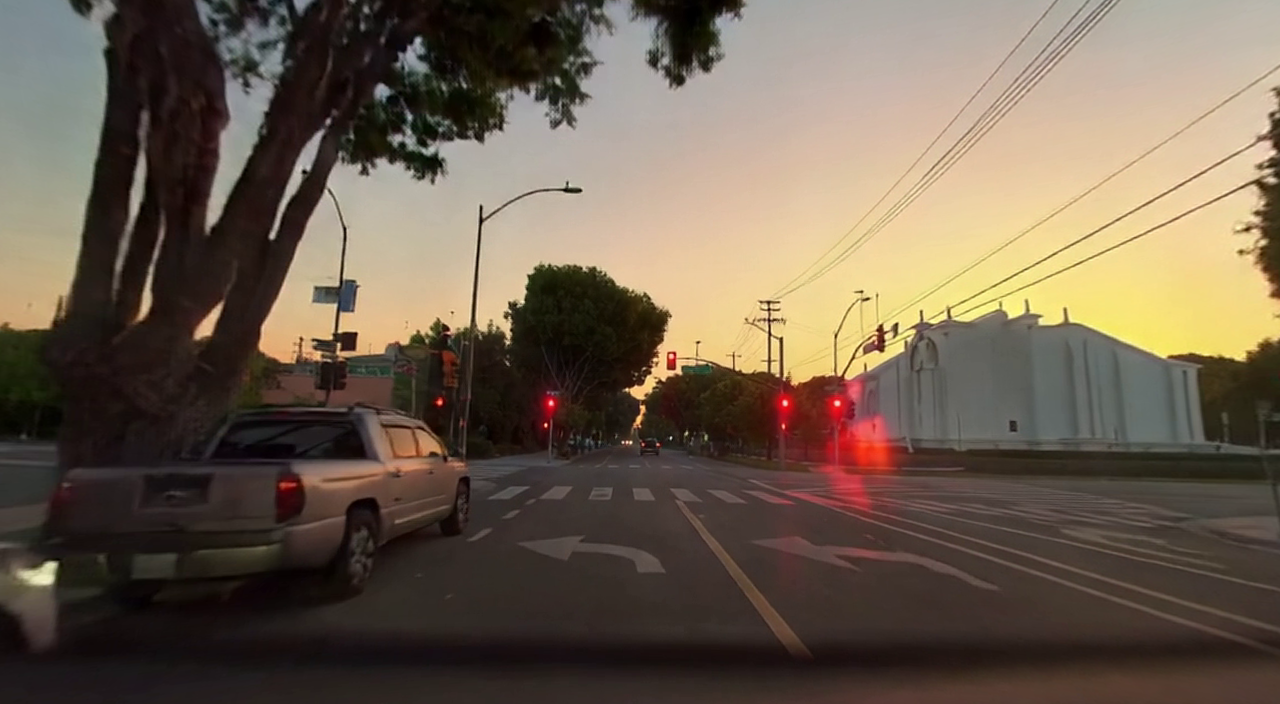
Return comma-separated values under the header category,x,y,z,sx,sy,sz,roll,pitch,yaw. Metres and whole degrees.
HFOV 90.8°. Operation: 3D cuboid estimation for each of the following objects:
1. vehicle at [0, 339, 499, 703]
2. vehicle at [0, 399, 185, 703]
category,x,y,z,sx,sy,sz,roll,pitch,yaw
vehicle,-3.344,1.335,6.392,2.271,1.885,6.346,0,-8,1
vehicle,-3.460,0.753,1.108,1.855,1.534,4.644,0,-9,0
